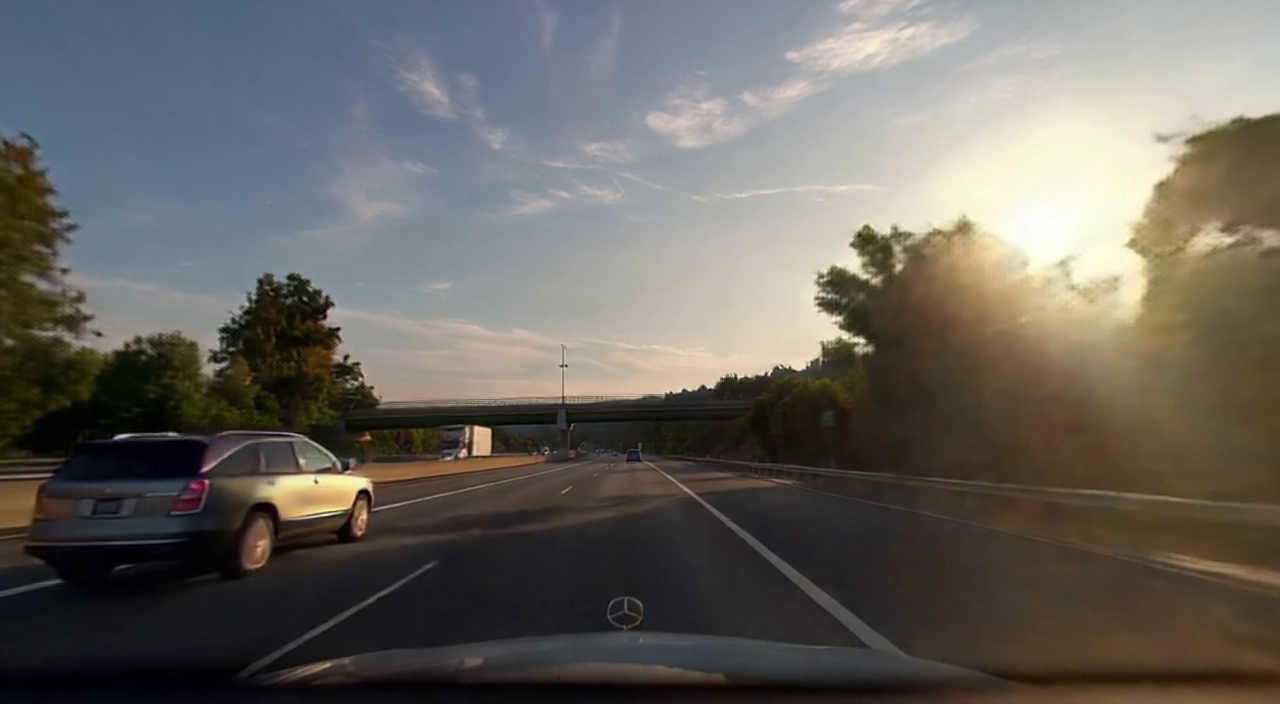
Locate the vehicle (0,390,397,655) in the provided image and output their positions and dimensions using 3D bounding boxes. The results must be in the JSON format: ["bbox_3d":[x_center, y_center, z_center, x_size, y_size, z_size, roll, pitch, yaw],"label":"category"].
[{"bbox_3d":[-4.612,1.489,6.614,2.221,1.750,4.706,0,-9,0],"label":"vehicle"}]
